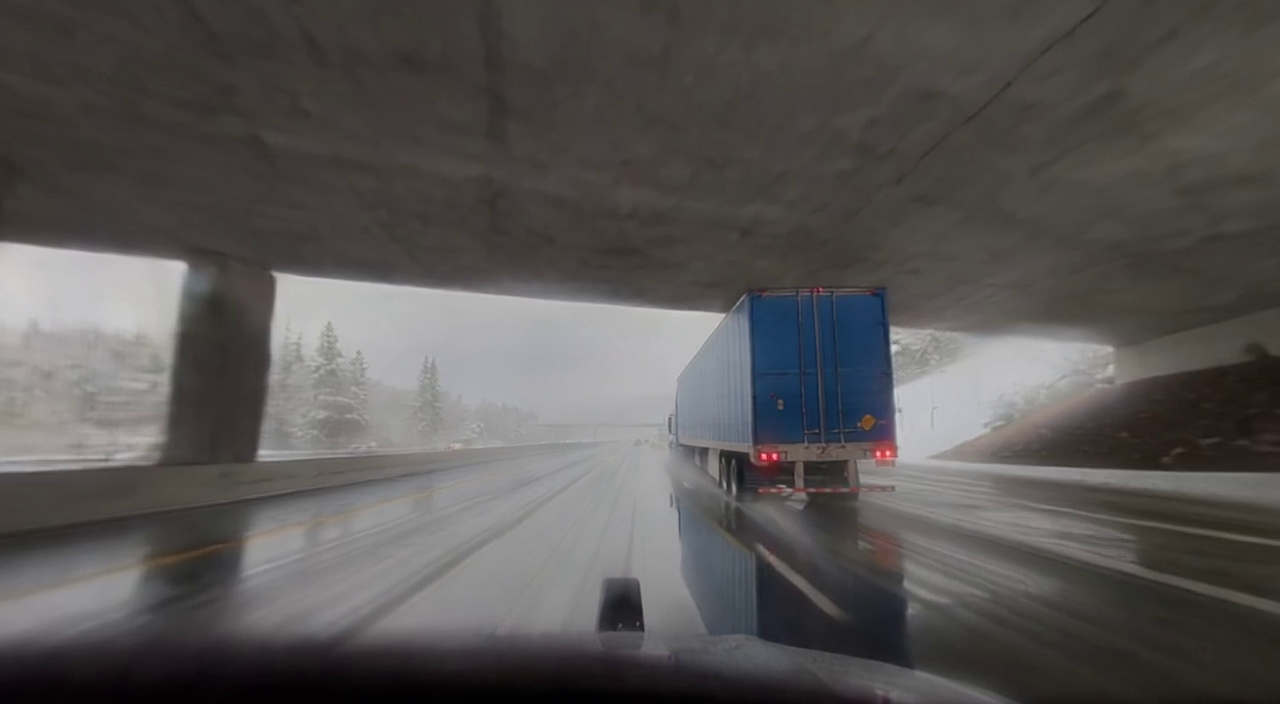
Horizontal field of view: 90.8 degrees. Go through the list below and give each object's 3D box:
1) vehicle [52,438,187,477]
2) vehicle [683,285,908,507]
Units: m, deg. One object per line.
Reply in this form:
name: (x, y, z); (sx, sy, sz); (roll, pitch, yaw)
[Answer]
vehicle: (-21.662, 4.419, 26.572); (1.824, 1.490, 4.483); (0, -9, 1)
vehicle: (3.421, 2.019, 19.956); (2.743, 4.160, 16.408); (0, -9, -1)
